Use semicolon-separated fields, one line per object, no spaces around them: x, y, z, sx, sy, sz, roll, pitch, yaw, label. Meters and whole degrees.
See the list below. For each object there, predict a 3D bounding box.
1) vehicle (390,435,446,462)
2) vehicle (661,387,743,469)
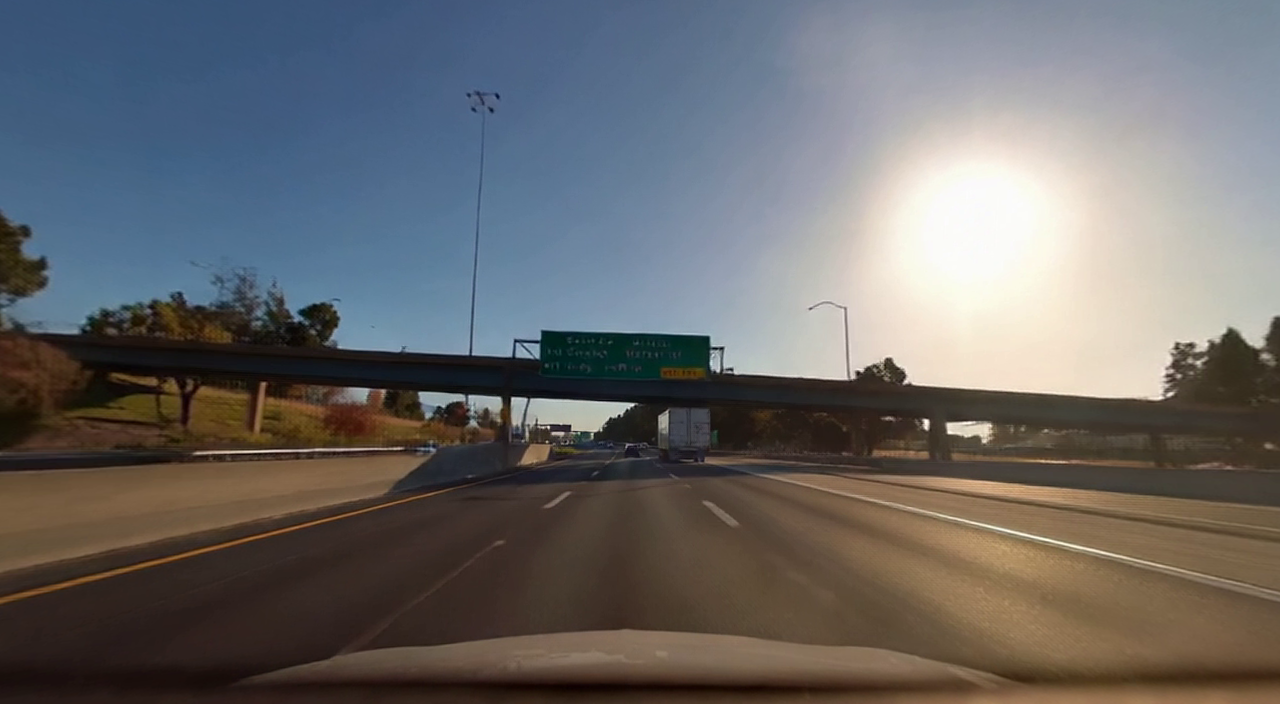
-12.352;5.394;35.308;1.788;1.438;3.945;0;-9;-1;vehicle
3.510;5.048;40.253;3.323;4.262;14.056;0;-9;-2;vehicle
